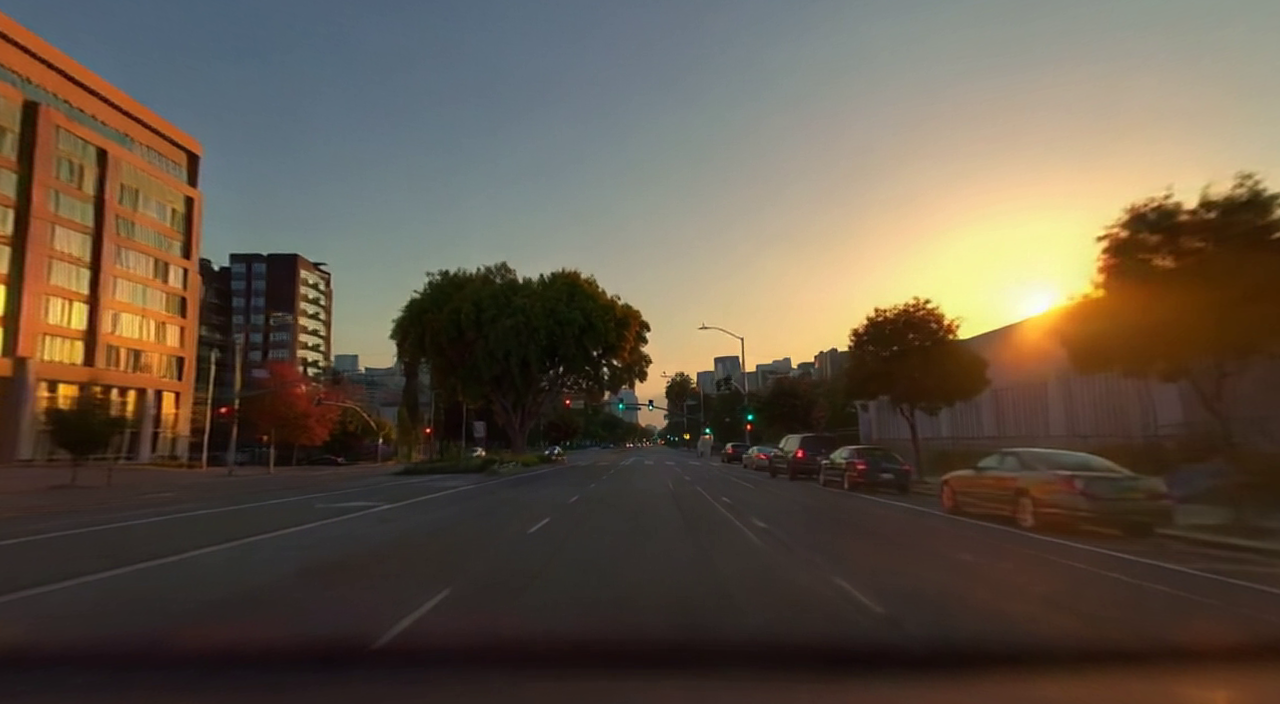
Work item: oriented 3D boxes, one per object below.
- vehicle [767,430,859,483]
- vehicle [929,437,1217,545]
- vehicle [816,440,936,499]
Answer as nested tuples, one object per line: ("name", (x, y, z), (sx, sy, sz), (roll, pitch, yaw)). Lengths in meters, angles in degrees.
("vehicle", (6.719, 4.147, 25.072), (2.169, 1.876, 4.931), (0, -9, -1))
("vehicle", (6.968, 2.247, 10.857), (1.864, 1.466, 4.352), (0, -9, 0))
("vehicle", (6.796, 3.415, 18.664), (1.863, 1.512, 4.525), (0, -9, 1))
